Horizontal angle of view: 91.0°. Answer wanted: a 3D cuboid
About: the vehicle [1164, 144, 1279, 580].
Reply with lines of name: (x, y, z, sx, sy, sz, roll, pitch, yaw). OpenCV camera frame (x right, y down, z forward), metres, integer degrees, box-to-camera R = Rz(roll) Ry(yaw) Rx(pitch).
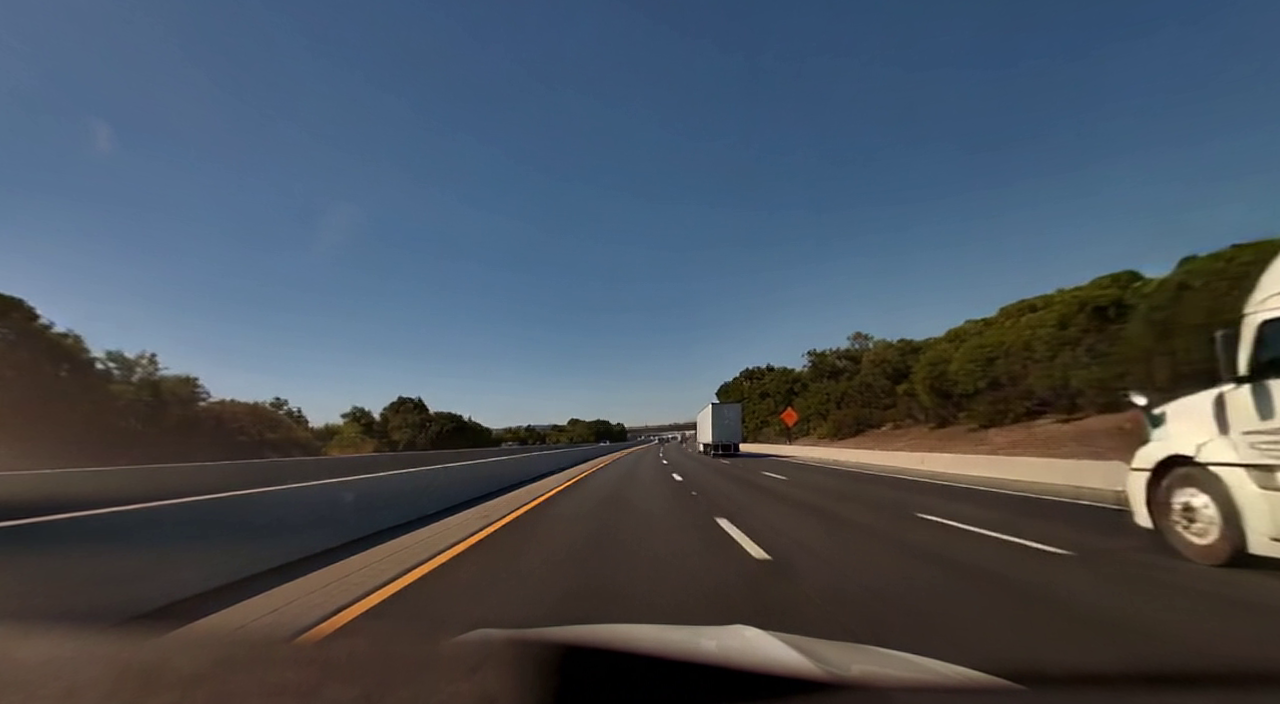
vehicle: (7.430, -0.187, 3.946, 2.917, 4.022, 5.895, 0, -8, 0)
